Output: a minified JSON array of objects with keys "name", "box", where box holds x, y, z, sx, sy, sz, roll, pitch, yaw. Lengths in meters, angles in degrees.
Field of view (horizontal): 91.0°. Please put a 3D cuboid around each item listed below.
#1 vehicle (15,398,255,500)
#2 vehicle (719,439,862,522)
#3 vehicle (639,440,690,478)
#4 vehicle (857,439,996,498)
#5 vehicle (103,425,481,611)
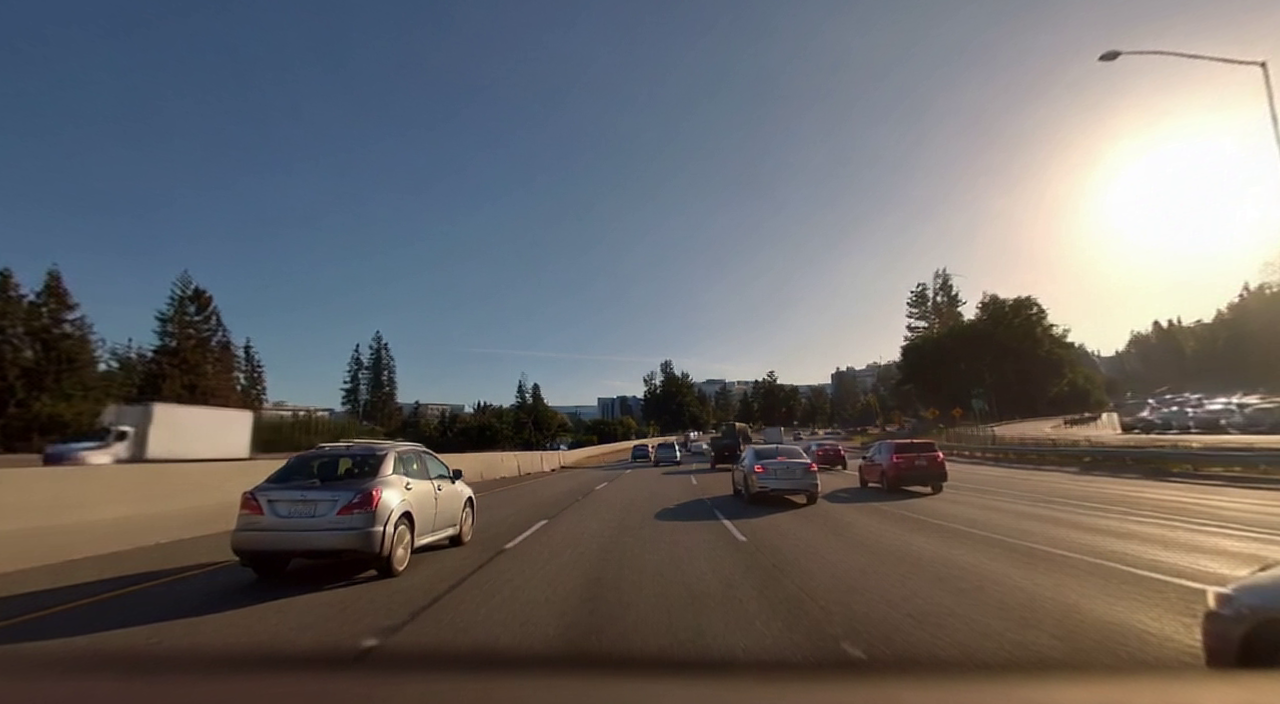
[{"name":"vehicle","box":[-19.662,3.908,25.447,2.839,3.446,7.700,-1,-9,4]},{"name":"vehicle","box":[3.018,2.693,13.735,2.009,1.489,4.559,0,-9,0]},{"name":"vehicle","box":[1.140,4.873,28.893,2.201,1.614,3.803,0,-9,3]},{"name":"vehicle","box":[8.188,3.359,18.592,2.014,1.506,4.626,0,-9,1]},{"name":"vehicle","box":[-3.544,1.762,7.662,1.937,1.558,4.469,0,-9,2]}]
